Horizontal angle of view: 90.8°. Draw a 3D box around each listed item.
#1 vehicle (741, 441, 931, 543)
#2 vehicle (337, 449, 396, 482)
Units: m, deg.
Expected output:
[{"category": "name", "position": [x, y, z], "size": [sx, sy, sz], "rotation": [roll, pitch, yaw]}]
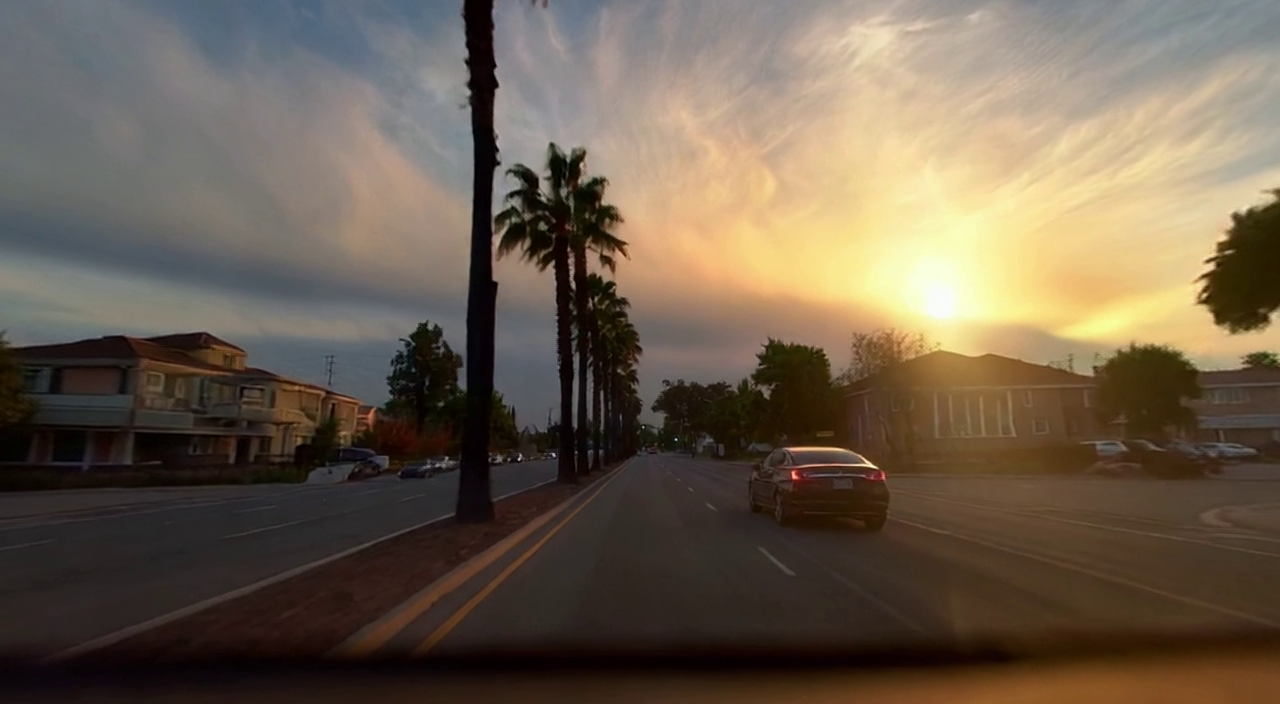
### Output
[{"category": "vehicle", "position": [3.288, 2.443, 11.772], "size": [1.989, 1.492, 4.689], "rotation": [0, -9, -1]}, {"category": "vehicle", "position": [-18.990, 7.916, 44.067], "size": [1.987, 1.998, 4.642], "rotation": [-3, -10, 1]}]
